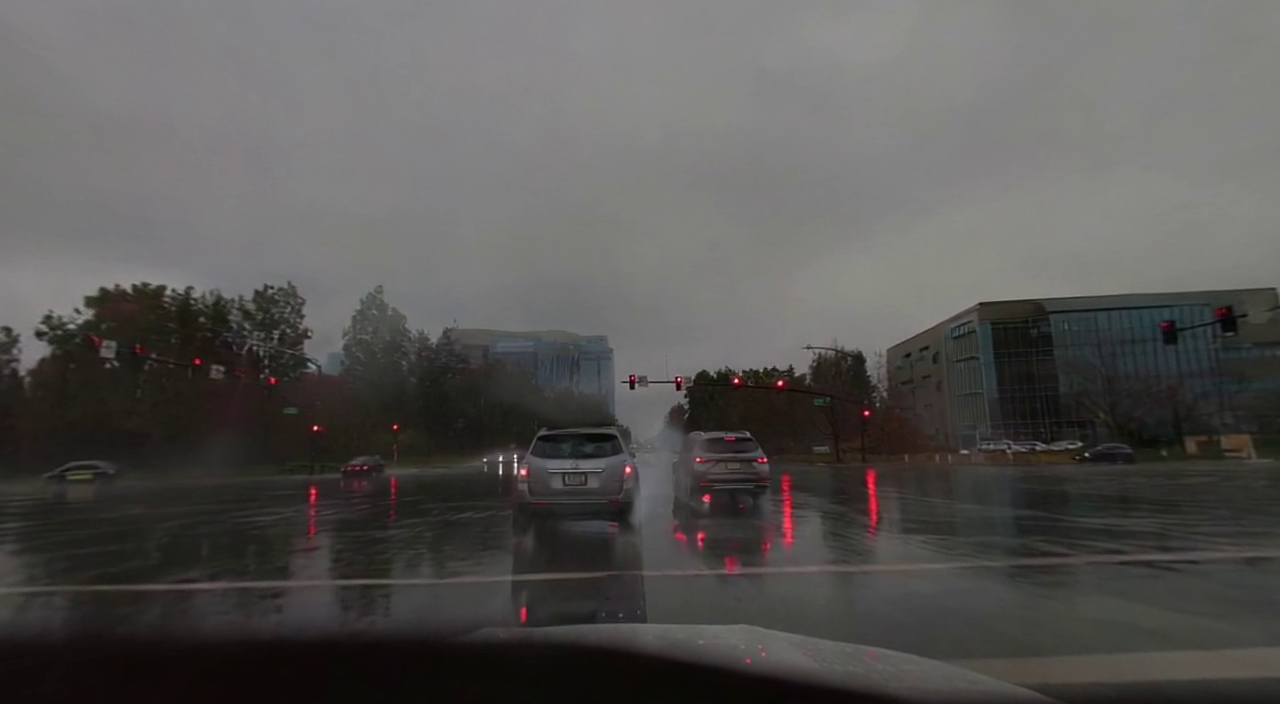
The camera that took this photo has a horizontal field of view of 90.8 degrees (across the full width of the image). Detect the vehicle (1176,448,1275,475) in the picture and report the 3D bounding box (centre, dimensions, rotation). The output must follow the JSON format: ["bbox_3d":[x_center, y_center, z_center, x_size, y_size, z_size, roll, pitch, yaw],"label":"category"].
[{"bbox_3d":[35.951,6.714,38.850,4.446,1.530,1.728,0,-7,-2],"label":"vehicle"}]

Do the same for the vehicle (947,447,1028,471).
[{"bbox_3d":[25.051,7.697,45.601,4.587,1.634,2.078,0,-9,0],"label":"vehicle"}]

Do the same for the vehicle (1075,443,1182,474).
[{"bbox_3d":[27.524,6.005,35.697,4.322,1.595,1.752,-3,-9,9],"label":"vehicle"}]

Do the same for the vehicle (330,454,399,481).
[{"bbox_3d":[-17.614,7.378,40.441,3.771,1.593,1.789,-3,-9,20],"label":"vehicle"}]

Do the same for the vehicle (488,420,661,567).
[{"bbox_3d":[-1.043,1.979,9.624,2.039,1.698,4.144,1,-9,-8],"label":"vehicle"}]

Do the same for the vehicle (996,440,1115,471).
[{"bbox_3d":[26.060,6.511,39.801,5.895,1.921,2.150,0,-9,1],"label":"vehicle"}]

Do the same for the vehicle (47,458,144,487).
[{"bbox_3d":[-33.946,7.484,39.411,4.318,1.712,2.188,-2,-9,10],"label":"vehicle"}]

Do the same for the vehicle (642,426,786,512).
[{"bbox_3d":[1.617,2.821,15.766,2.228,1.798,4.370,2,-9,-12],"label":"vehicle"}]
